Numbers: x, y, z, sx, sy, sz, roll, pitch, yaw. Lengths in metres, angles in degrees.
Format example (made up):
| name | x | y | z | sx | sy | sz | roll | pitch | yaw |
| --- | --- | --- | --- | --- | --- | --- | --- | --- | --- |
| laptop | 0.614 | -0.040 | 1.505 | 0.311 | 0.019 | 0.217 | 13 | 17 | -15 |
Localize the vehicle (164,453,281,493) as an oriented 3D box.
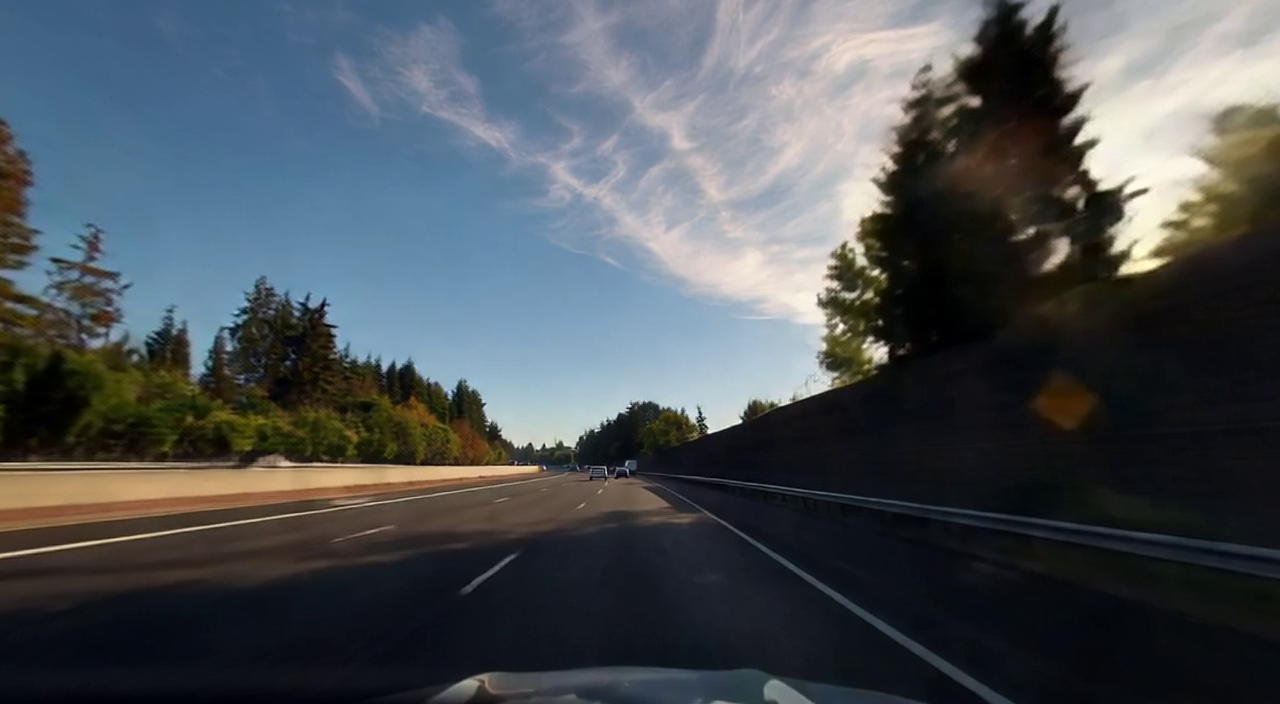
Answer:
| name | x | y | z | sx | sy | sz | roll | pitch | yaw |
| --- | --- | --- | --- | --- | --- | --- | --- | --- | --- |
| vehicle | -16.492 | 4.816 | 25.170 | 1.795 | 1.451 | 4.116 | 1 | -10 | 0 |
